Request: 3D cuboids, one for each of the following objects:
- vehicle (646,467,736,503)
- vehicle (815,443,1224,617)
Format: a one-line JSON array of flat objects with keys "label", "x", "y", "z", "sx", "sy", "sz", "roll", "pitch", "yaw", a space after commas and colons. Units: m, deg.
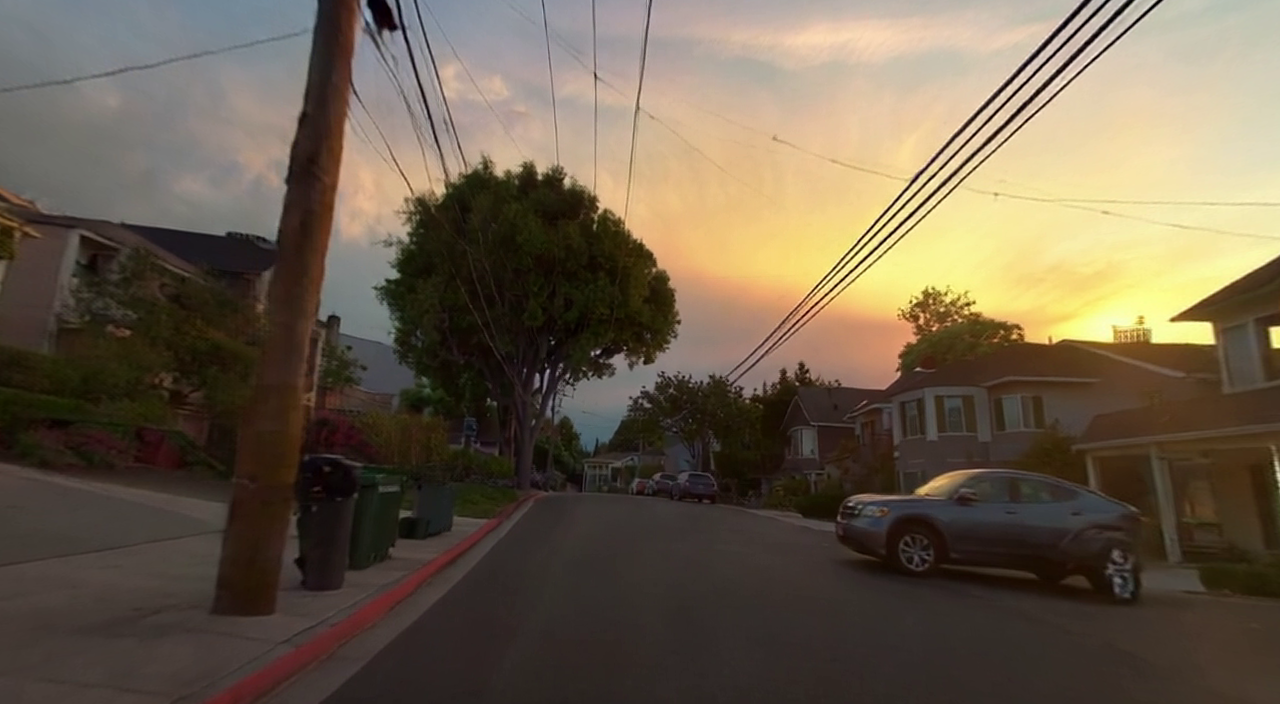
[{"label": "vehicle", "x": 2.638, "y": 7.023, "z": 33.478, "sx": 4.413, "sy": 1.728, "sz": 1.869, "roll": 1, "pitch": -9, "yaw": -9}, {"label": "vehicle", "x": 5.082, "y": 2.389, "z": 8.992, "sx": 4.501, "sy": 1.678, "sz": 2.078, "roll": 6, "pitch": -9, "yaw": 0}]
